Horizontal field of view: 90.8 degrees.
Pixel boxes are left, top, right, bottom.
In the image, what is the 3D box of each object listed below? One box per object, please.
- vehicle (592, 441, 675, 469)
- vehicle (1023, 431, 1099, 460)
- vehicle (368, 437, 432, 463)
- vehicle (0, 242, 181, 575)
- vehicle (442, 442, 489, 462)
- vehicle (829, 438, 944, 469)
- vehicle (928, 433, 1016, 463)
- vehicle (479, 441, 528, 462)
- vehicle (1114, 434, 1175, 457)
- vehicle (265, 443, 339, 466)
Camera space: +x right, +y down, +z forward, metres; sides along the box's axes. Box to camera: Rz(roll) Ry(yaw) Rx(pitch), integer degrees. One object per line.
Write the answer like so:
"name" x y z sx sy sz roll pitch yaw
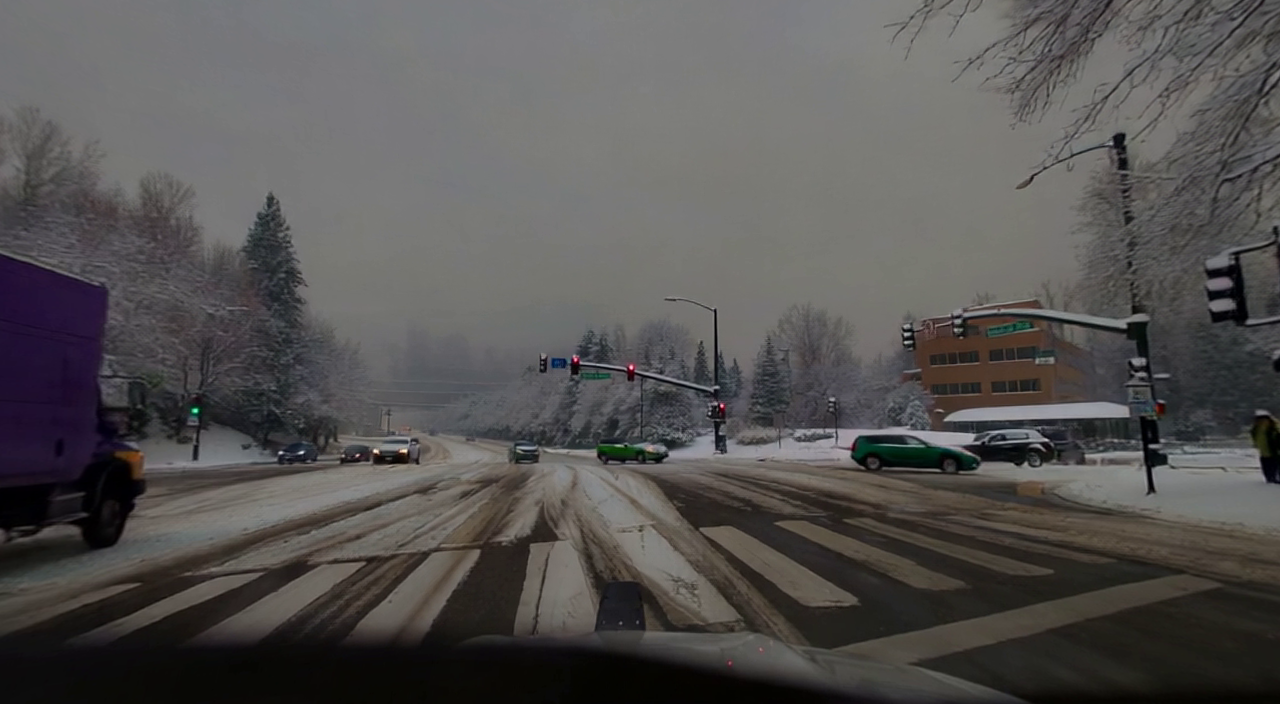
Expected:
"vehicle" -0.403 5.505 33.945 1.911 1.415 4.487 8 -12 -43
"vehicle" 28.320 6.295 42.484 4.662 1.840 2.055 4 -10 -26
"vehicle" -17.374 7.151 45.999 2.189 1.753 4.785 -2 -9 9
"vehicle" -7.727 0.489 5.538 3.112 3.230 6.726 1 -7 -10
"vehicle" -13.167 7.590 47.860 1.845 1.426 4.289 -1 -9 8
"vehicle" 12.315 5.097 31.794 4.911 1.504 2.109 0 -9 2
"vehicle" 20.165 5.824 38.350 5.244 1.717 1.897 4 -10 -27
"vehicle" -10.138 7.468 47.399 2.097 1.484 4.596 -1 -9 8
"vehicle" 38.651 7.158 48.392 4.122 1.682 1.930 4 -9 -25
"vehicle" -21.819 6.641 40.997 1.859 1.415 4.591 -1 -9 8
